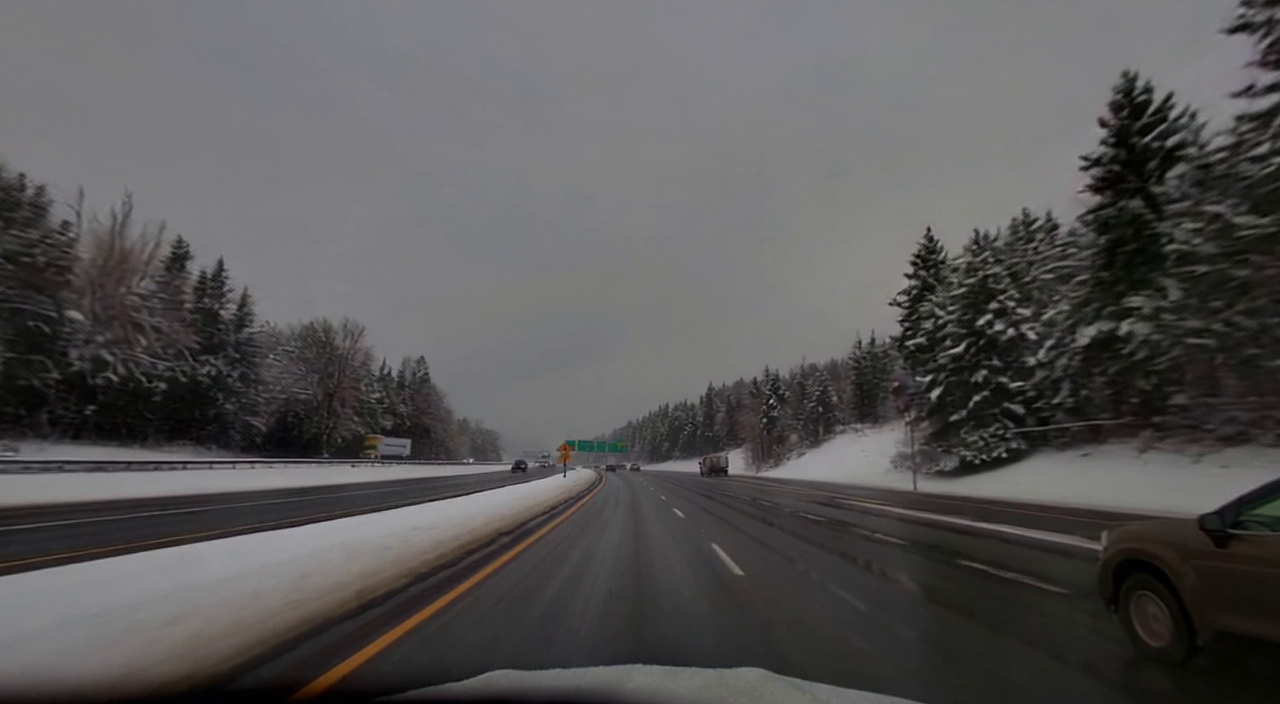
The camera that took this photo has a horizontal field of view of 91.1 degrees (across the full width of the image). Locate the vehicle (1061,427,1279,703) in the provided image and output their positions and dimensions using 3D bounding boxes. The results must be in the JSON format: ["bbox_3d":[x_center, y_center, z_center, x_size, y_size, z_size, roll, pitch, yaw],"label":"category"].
[{"bbox_3d":[4.072,0.988,2.209,1.965,1.502,4.599,1,-10,0],"label":"vehicle"}]
